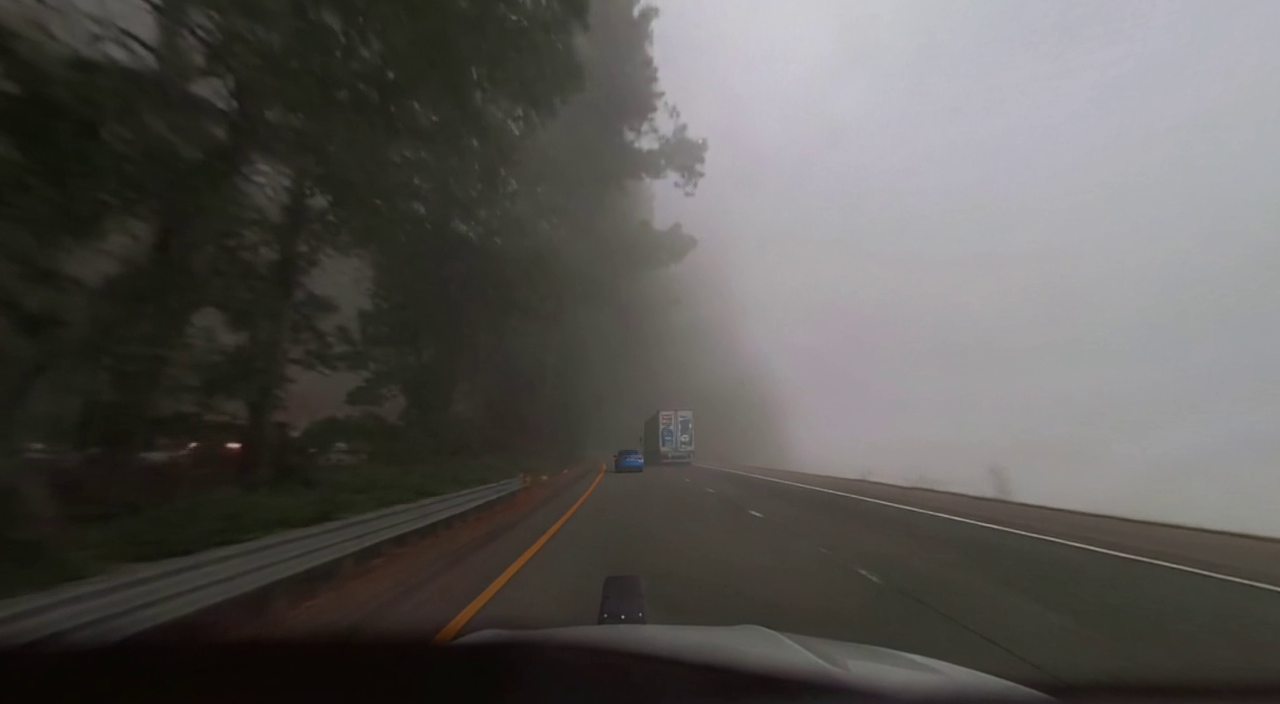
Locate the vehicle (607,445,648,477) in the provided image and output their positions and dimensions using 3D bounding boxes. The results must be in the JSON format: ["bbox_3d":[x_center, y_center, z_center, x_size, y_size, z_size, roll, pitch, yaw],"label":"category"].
[{"bbox_3d":[-0.643,5.393,31.396,1.913,1.460,3.610,0,-9,-2],"label":"vehicle"}]

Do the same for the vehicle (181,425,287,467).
[{"bbox_3d":[-20.022,4.702,31.387,2.039,1.897,5.042,0,-9,-3],"label":"vehicle"}]
